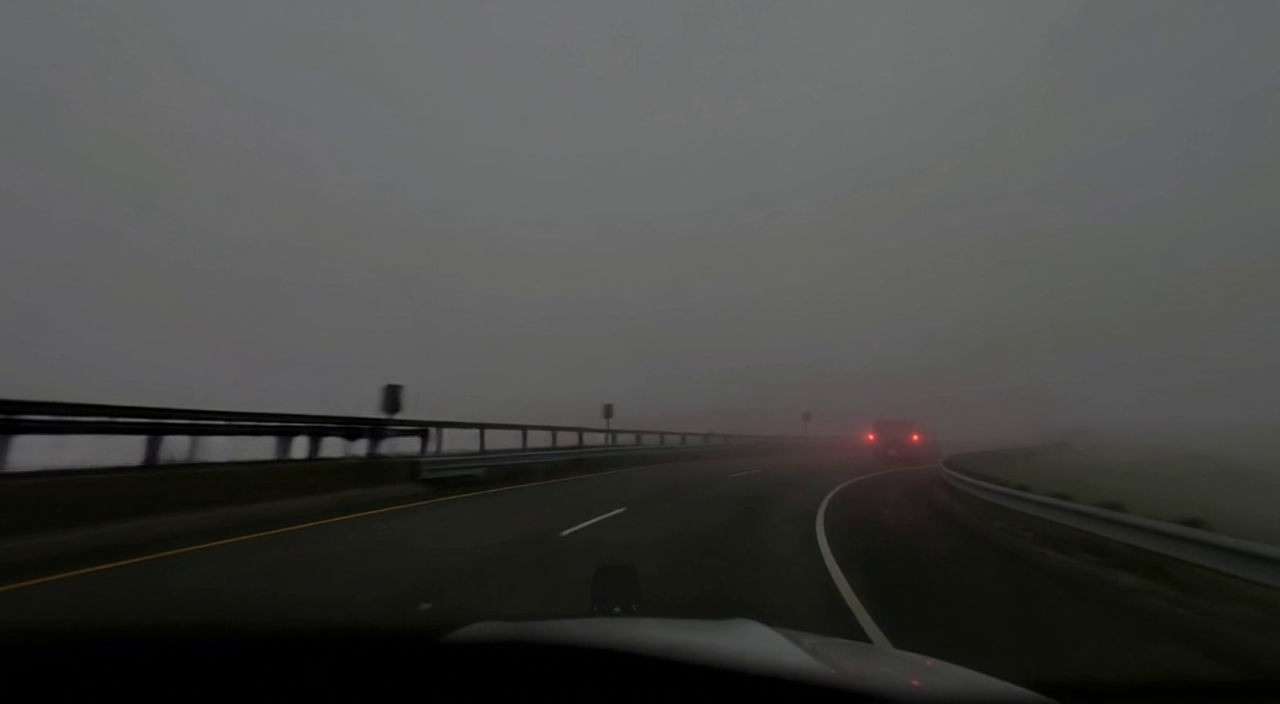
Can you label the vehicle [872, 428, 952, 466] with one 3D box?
[{"bbox_3d":[12.015,4.130,27.668,2.028,1.440,3.970,-3,-8,42],"label":"vehicle"}]
